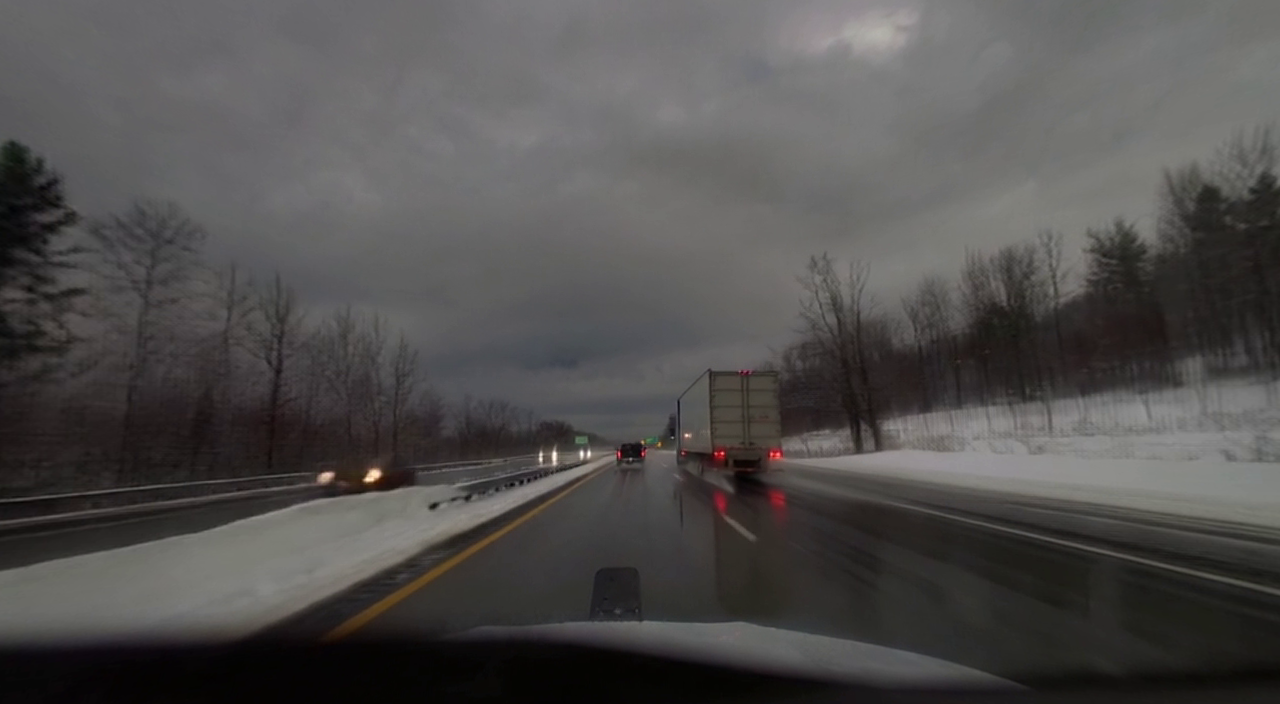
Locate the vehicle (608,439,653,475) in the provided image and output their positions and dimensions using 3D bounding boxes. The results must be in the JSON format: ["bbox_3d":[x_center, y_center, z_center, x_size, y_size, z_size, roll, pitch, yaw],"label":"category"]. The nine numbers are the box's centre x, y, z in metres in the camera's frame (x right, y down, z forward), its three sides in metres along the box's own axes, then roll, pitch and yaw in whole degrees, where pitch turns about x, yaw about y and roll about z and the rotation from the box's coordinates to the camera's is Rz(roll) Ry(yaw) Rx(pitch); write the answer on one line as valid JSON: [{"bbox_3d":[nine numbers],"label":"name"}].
[{"bbox_3d":[-0.441,5.340,32.178,2.151,1.693,4.201,0,-9,0],"label":"vehicle"}]

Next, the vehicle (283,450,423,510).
[{"bbox_3d":[-8.211,3.664,18.481,2.049,1.525,4.396,0,-9,0],"label":"vehicle"}]

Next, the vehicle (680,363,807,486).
[{"bbox_3d":[3.844,3.402,27.608,3.068,4.042,13.787,0,-9,-1],"label":"vehicle"}]
